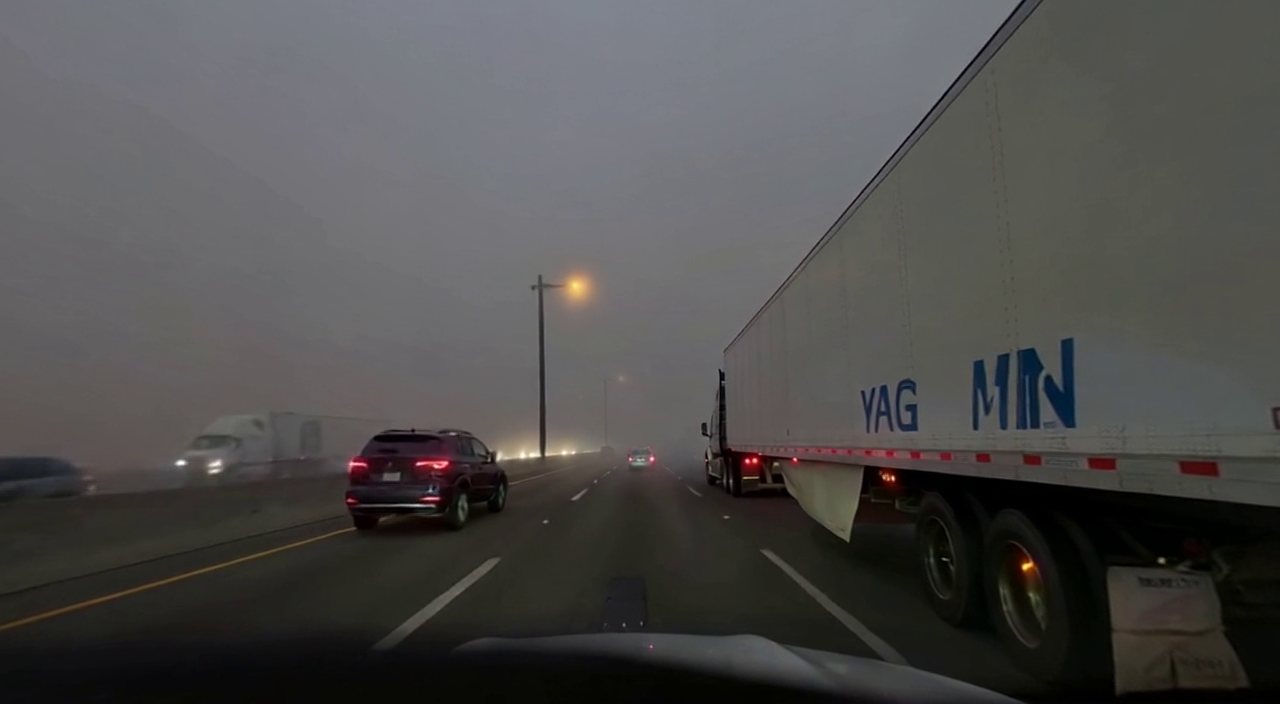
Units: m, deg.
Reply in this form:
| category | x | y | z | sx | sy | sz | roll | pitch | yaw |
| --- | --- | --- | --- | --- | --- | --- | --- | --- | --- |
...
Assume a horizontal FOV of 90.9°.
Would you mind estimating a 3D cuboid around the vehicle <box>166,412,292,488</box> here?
| category | x | y | z | sx | sy | sz | roll | pitch | yaw |
| --- | --- | --- | --- | --- | --- | --- | --- | --- | --- |
| vehicle | -23.439 | 5.640 | 36.479 | 2.965 | 4.007 | 6.095 | 0 | -9 | 0 |

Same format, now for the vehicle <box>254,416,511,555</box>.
| category | x | y | z | sx | sy | sz | roll | pitch | yaw |
| --- | --- | --- | --- | --- | --- | --- | --- | --- | --- |
| vehicle | -3.753 | 2.062 | 10.477 | 2.091 | 1.722 | 4.974 | 0 | -9 | 1 |

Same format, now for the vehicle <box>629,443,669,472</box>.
| category | x | y | z | sx | sy | sz | roll | pitch | yaw |
| --- | --- | --- | --- | --- | --- | --- | --- | --- | --- |
| vehicle | 0.449 | 5.777 | 34.729 | 2.063 | 1.469 | 4.208 | 0 | -9 | 0 |

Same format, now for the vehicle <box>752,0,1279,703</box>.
| category | x | y | z | sx | sy | sz | roll | pitch | yaw |
| --- | --- | --- | --- | --- | --- | --- | --- | --- | --- |
| vehicle | 3.872 | 0.338 | 7.461 | 2.821 | 4.077 | 12.562 | 0 | -9 | 0 |

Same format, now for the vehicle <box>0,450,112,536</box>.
| category | x | y | z | sx | sy | sz | roll | pitch | yaw |
| --- | --- | --- | --- | --- | --- | --- | --- | --- | --- |
| vehicle | -12.255 | 2.533 | 11.358 | 1.973 | 1.501 | 3.990 | 0 | -9 | 0 |
